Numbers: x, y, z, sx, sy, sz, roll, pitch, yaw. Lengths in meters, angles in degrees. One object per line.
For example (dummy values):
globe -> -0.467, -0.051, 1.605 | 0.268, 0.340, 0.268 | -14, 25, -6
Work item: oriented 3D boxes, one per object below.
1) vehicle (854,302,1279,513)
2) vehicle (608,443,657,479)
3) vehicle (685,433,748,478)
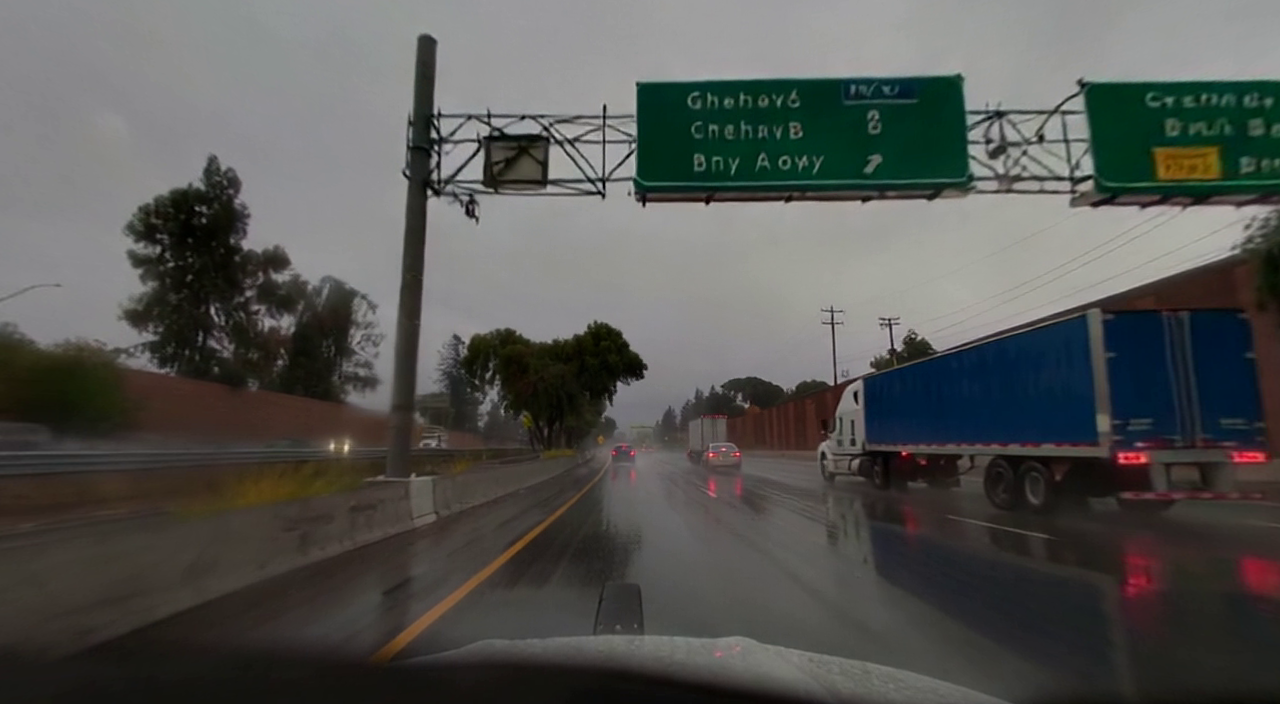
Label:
vehicle -> 11.083, 2.187, 20.074 | 2.914, 4.134, 15.553 | 0, -9, -1
vehicle -> -0.380, 4.877, 28.596 | 2.083, 1.477, 3.965 | 0, -9, -2
vehicle -> 3.365, 4.709, 28.863 | 2.114, 1.849, 4.692 | 0, -9, -2
